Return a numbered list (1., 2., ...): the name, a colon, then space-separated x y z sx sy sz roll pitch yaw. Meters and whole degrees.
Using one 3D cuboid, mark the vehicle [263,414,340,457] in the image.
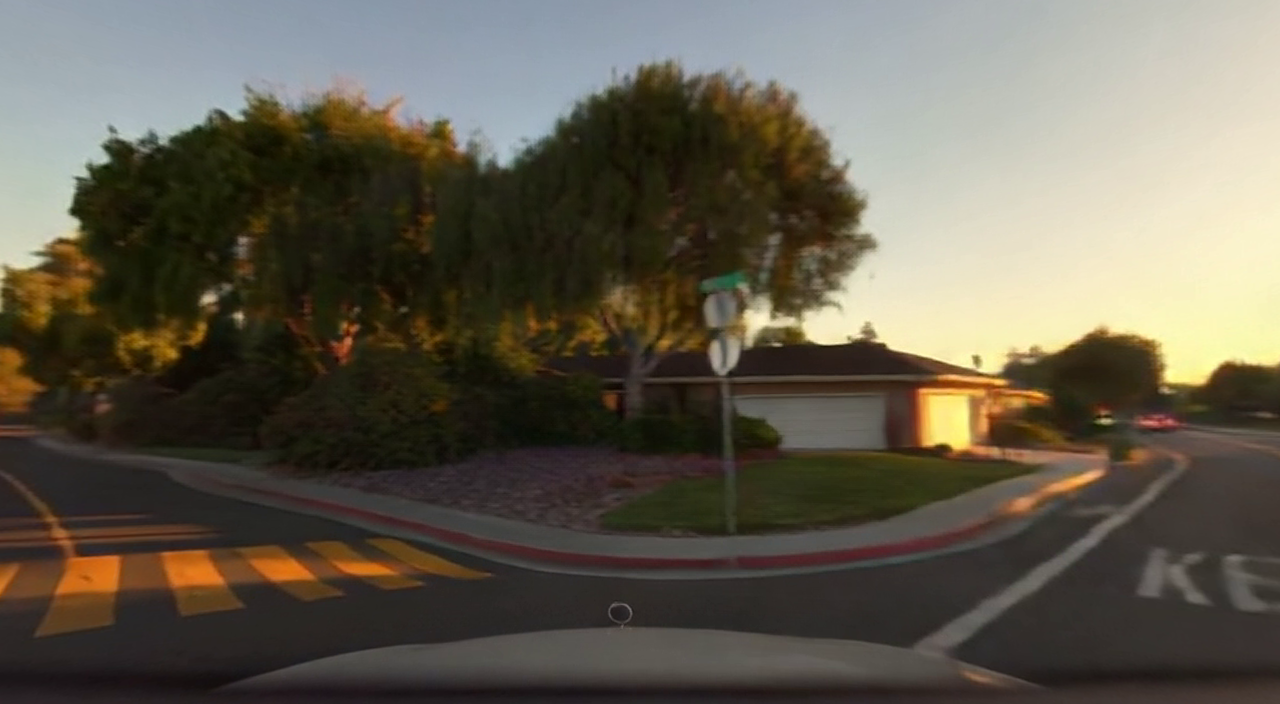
1. vehicle: -13.028 3.269 24.109 1.860 1.477 4.629 6 -11 -36
